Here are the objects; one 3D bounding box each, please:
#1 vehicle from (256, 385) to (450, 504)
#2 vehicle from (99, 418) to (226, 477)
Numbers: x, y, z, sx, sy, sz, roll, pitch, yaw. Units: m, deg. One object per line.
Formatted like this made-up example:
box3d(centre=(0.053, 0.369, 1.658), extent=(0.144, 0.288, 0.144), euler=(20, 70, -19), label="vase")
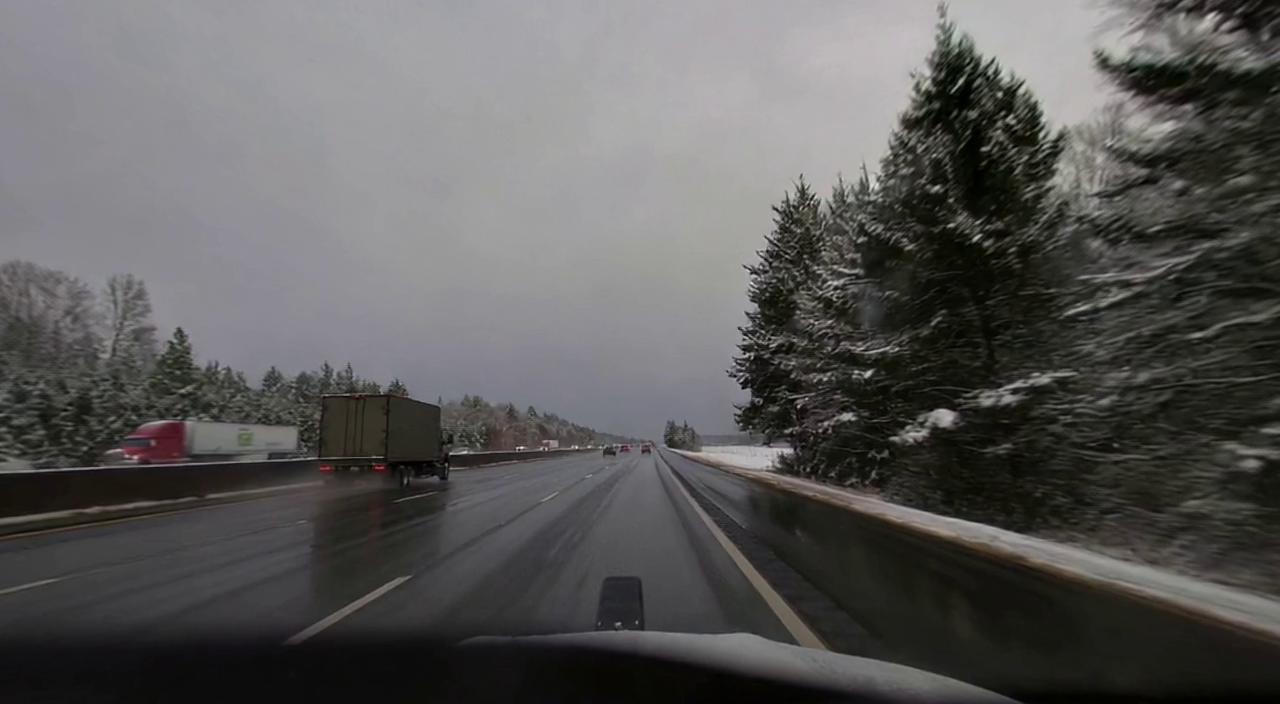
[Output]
box3d(centre=(-7.418, 2.541, 17.317), extent=(2.444, 2.685, 5.893), euler=(0, -9, 1), label="vehicle")
box3d(centre=(-36.193, 7.301, 48.253), extent=(3.008, 4.085, 8.150), euler=(0, -9, 1), label="vehicle")
